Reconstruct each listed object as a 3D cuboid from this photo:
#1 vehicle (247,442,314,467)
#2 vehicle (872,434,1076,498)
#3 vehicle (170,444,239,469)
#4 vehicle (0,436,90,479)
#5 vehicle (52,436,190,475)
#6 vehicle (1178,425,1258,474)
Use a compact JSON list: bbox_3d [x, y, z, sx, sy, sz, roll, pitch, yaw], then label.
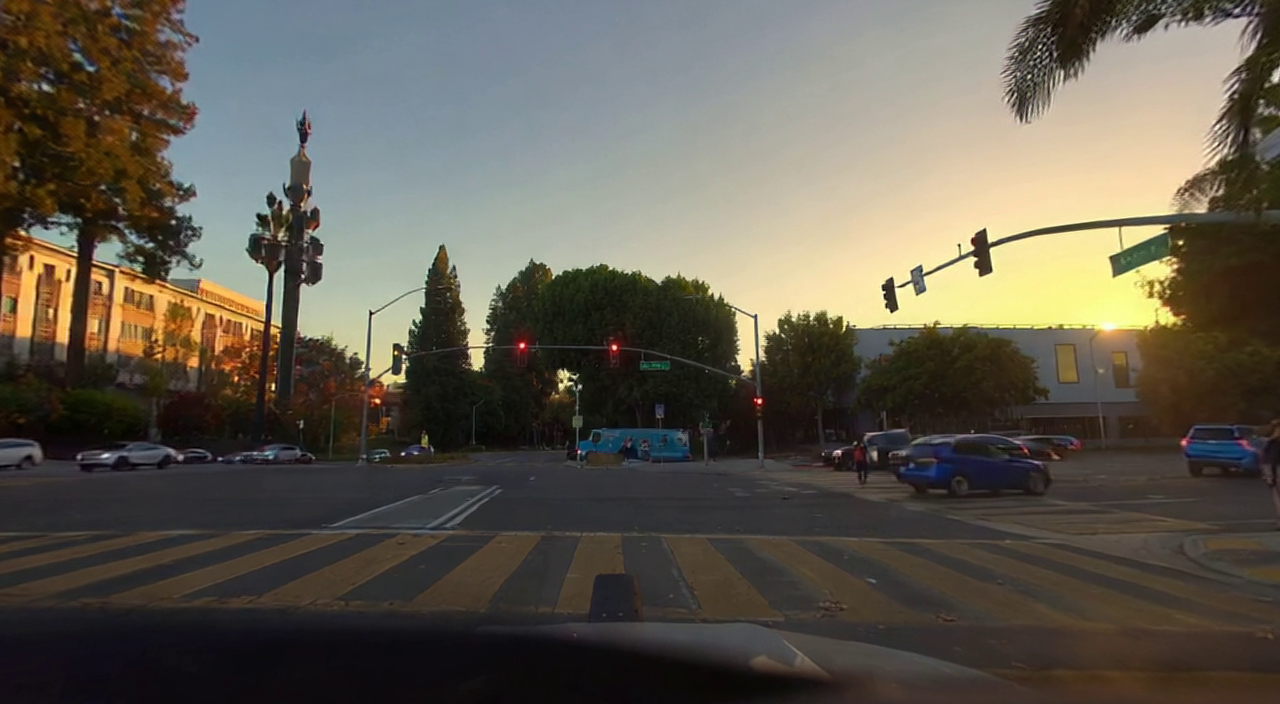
[{"bbox_3d":[-24.453,6.944,43.142,2.056,1.604,4.436,0,-8,-2],"label":"vehicle"},{"bbox_3d":[8.719,2.967,16.713,4.312,1.540,2.007,1,-8,-8],"label":"vehicle"},{"bbox_3d":[-31.041,7.429,45.208,2.069,1.660,4.302,0,-8,-4],"label":"vehicle"},{"bbox_3d":[-30.712,5.137,30.889,2.456,1.961,5.978,0,-8,-3],"label":"vehicle"},{"bbox_3d":[-27.315,5.475,33.643,2.388,1.858,6.056,0,-8,-2],"label":"vehicle"},{"bbox_3d":[23.648,4.007,26.014,2.066,1.821,4.509,-7,-11,39],"label":"vehicle"}]
